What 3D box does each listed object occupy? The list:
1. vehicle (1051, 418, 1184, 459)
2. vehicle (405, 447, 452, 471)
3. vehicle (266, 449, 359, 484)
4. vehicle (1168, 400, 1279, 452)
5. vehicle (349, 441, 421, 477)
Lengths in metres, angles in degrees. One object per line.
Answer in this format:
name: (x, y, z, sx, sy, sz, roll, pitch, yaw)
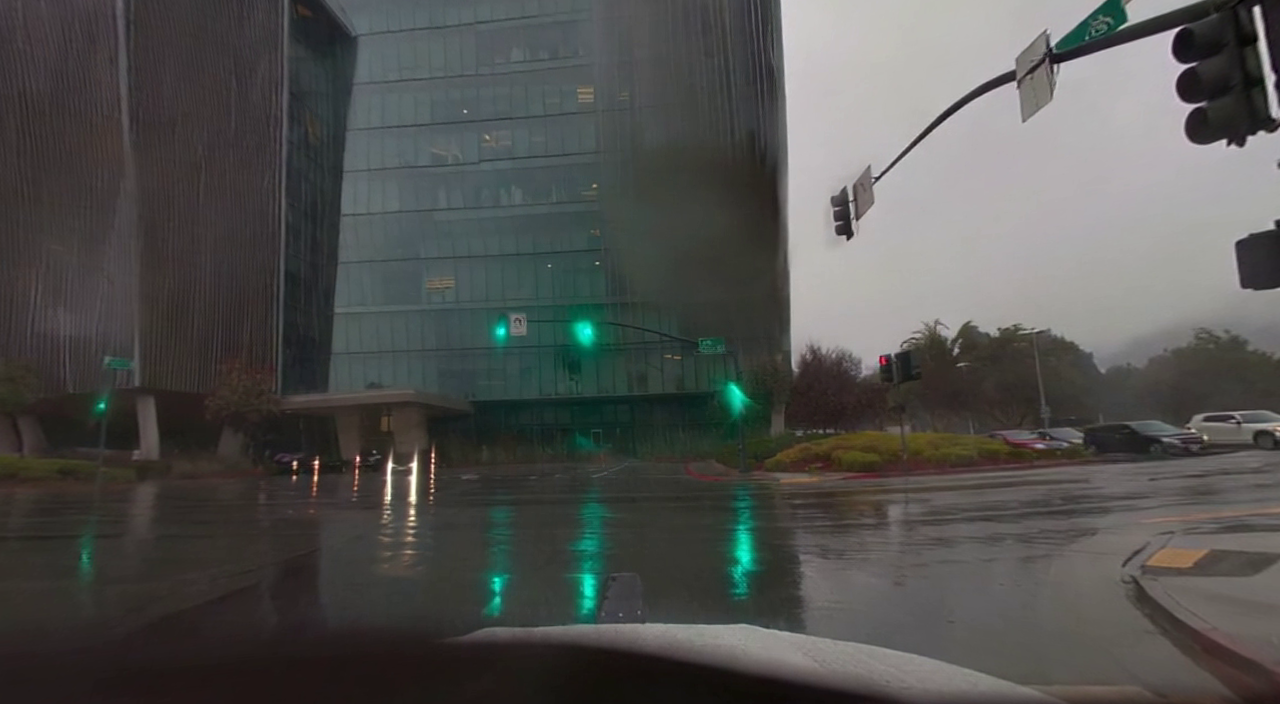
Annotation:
vehicle: (19.072, 3.528, 25.440, 1.834, 1.480, 4.458, 0, -9, 0)
vehicle: (-15.135, 7.646, 45.227, 1.932, 1.605, 4.146, 0, -9, -1)
vehicle: (-14.831, 5.202, 28.830, 1.790, 1.437, 4.349, 0, -9, 2)
vehicle: (24.407, 3.019, 25.142, 2.109, 1.836, 5.080, -2, -10, 0)
vehicle: (-14.876, 6.242, 37.071, 2.091, 1.915, 5.040, 0, -9, 0)
